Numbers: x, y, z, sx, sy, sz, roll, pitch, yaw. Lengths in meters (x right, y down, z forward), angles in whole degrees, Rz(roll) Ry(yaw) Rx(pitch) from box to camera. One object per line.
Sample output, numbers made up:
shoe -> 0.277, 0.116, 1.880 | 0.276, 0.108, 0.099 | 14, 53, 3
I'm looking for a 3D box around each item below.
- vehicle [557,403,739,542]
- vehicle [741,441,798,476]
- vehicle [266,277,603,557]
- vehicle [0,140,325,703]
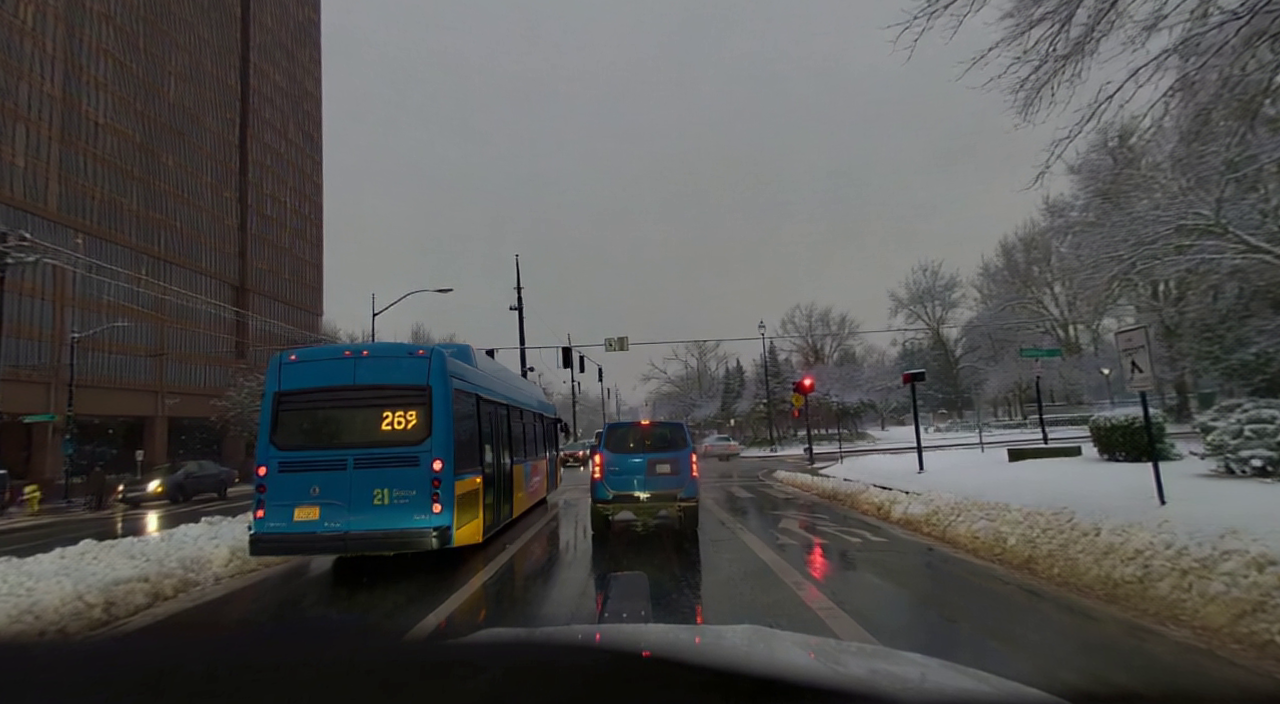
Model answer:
vehicle -> 0.130, 1.991, 10.930 | 2.500, 1.912, 4.270 | 0, -9, 1
vehicle -> 6.155, 5.104, 30.474 | 1.919, 1.529, 4.059 | 0, -9, 1
vehicle -> -2.875, 1.773, 14.546 | 3.042, 3.445, 13.615 | 0, -9, 1
vehicle -> -2.757, 0.329, 0.224 | 2.329, 2.089, 5.659 | 0, -9, 0
